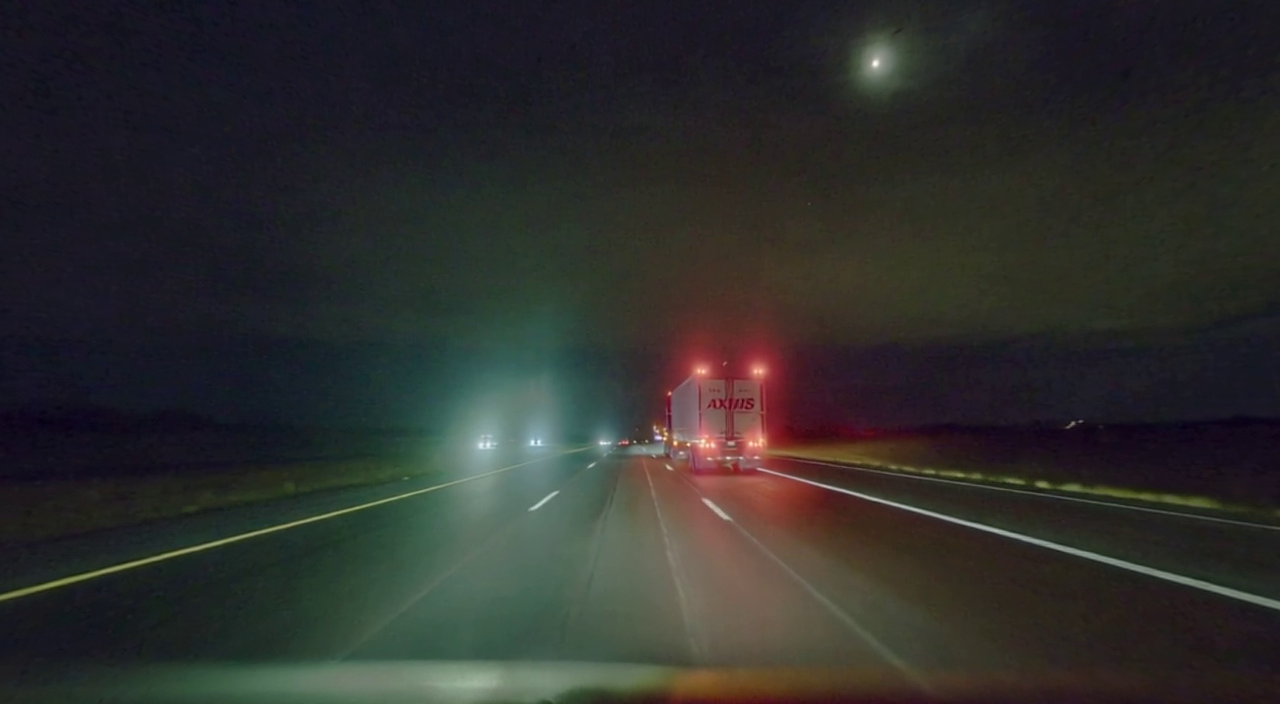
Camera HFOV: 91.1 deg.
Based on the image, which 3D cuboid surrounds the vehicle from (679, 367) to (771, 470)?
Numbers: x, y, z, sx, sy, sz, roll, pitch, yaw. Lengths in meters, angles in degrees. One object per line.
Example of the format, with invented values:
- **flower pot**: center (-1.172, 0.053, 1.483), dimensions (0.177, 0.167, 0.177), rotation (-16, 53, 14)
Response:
- **vehicle**: center (3.571, 3.199, 28.962), dimensions (2.880, 3.986, 9.103), rotation (0, -8, -1)
